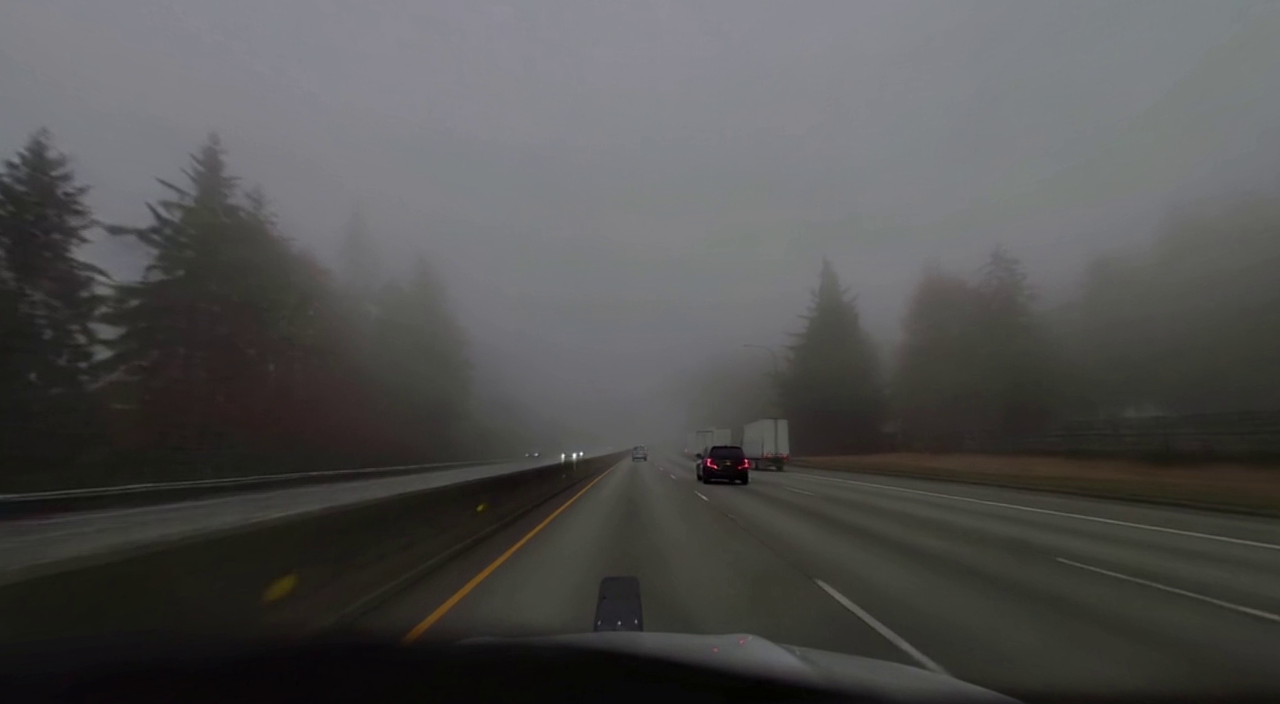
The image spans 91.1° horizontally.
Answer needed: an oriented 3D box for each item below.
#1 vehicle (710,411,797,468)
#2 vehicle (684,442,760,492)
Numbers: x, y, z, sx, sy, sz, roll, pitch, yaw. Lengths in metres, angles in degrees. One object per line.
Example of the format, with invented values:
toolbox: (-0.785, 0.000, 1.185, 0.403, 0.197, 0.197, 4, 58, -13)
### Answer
vehicle: (6.922, 5.723, 40.231, 3.536, 3.160, 9.428, 1, -9, -2)
vehicle: (2.896, 4.190, 23.340, 2.123, 1.620, 4.959, 0, -9, -1)
